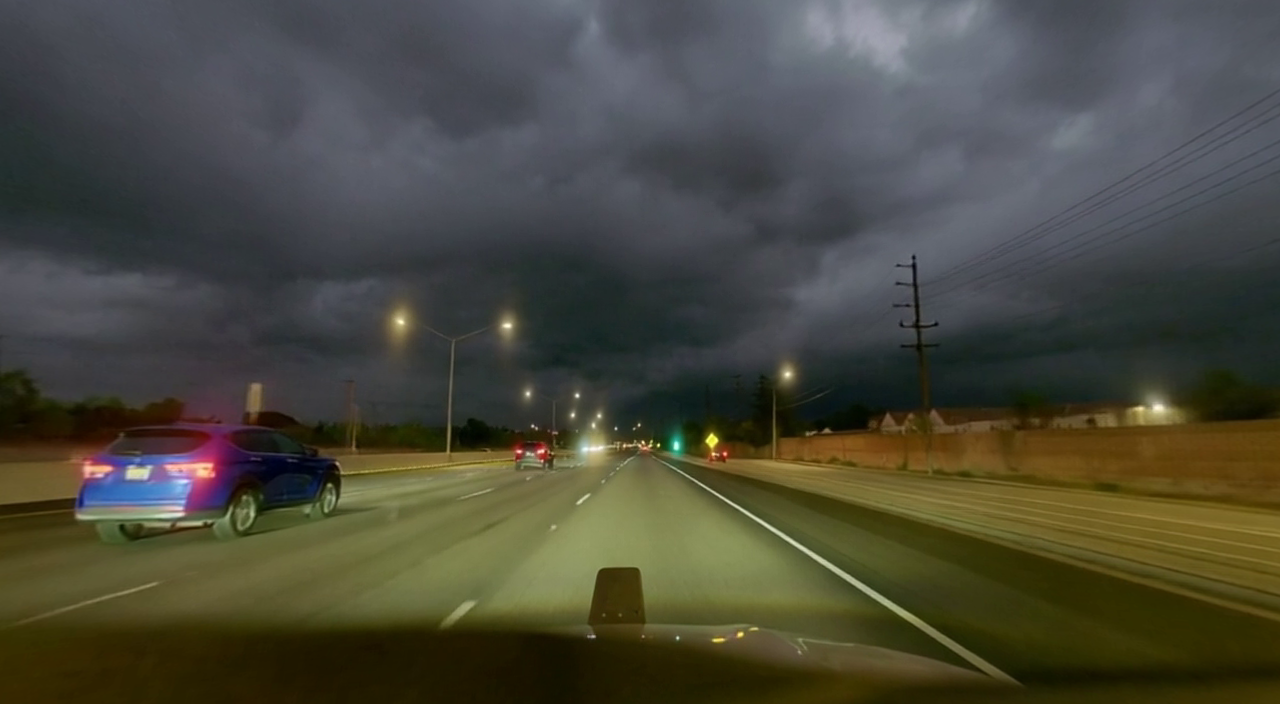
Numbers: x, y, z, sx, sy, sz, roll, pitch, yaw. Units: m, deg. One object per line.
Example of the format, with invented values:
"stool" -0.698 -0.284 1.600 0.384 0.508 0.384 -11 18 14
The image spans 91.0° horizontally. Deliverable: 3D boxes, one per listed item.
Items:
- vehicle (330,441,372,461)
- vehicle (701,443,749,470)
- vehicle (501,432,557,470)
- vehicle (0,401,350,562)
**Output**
"vehicle" -22.419 7.691 48.930 1.553 1.427 3.557 0 -9 0
"vehicle" 5.025 6.257 37.850 2.251 1.520 4.550 1 -9 -1
"vehicle" -6.202 5.620 35.854 2.255 1.934 4.868 0 -9 0
"vehicle" -6.357 1.731 9.080 2.058 1.698 4.567 0 -9 1
